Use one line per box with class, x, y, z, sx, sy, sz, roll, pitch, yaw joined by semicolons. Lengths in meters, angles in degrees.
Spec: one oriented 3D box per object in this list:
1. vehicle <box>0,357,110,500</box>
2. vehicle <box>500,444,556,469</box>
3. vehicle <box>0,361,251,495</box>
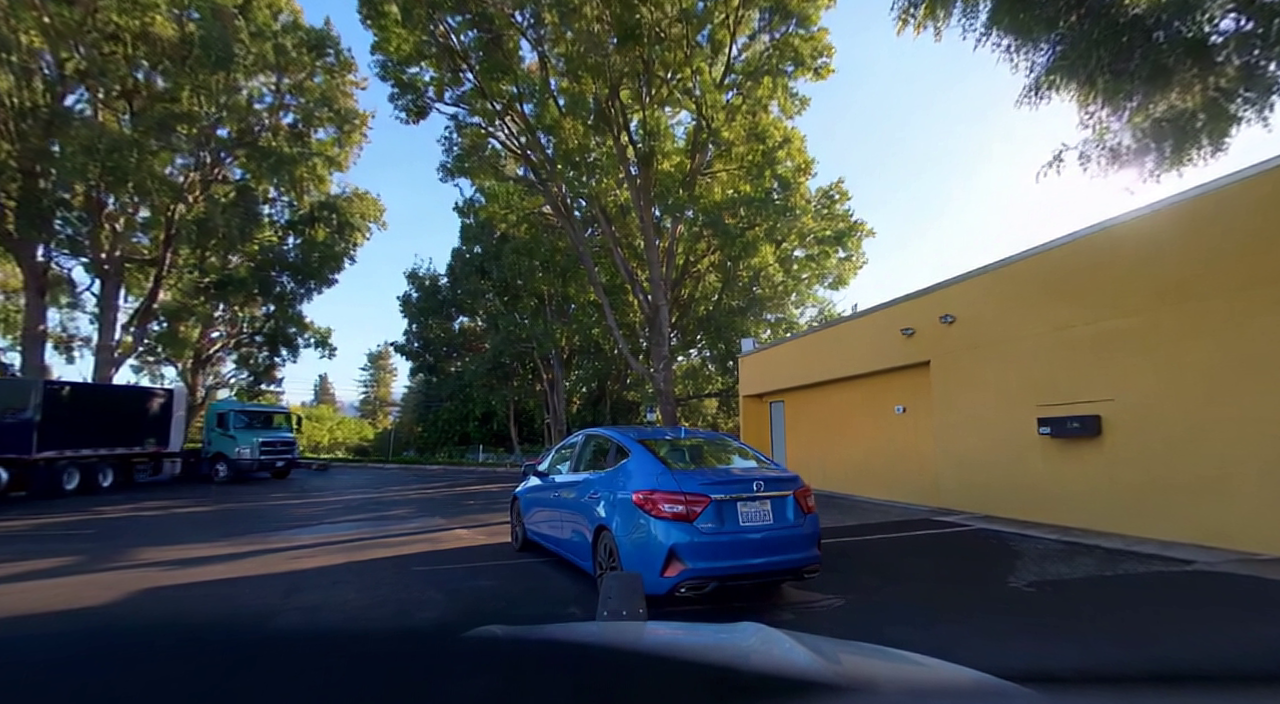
vehicle;-22.107;2.641;20.624;11.512;3.871;3.038;-5;-10;29
vehicle;-7.026;6.571;39.834;1.809;1.506;3.473;-4;-10;24
vehicle;-19.598;2.967;23.274;11.906;4.069;2.948;-5;-10;28
